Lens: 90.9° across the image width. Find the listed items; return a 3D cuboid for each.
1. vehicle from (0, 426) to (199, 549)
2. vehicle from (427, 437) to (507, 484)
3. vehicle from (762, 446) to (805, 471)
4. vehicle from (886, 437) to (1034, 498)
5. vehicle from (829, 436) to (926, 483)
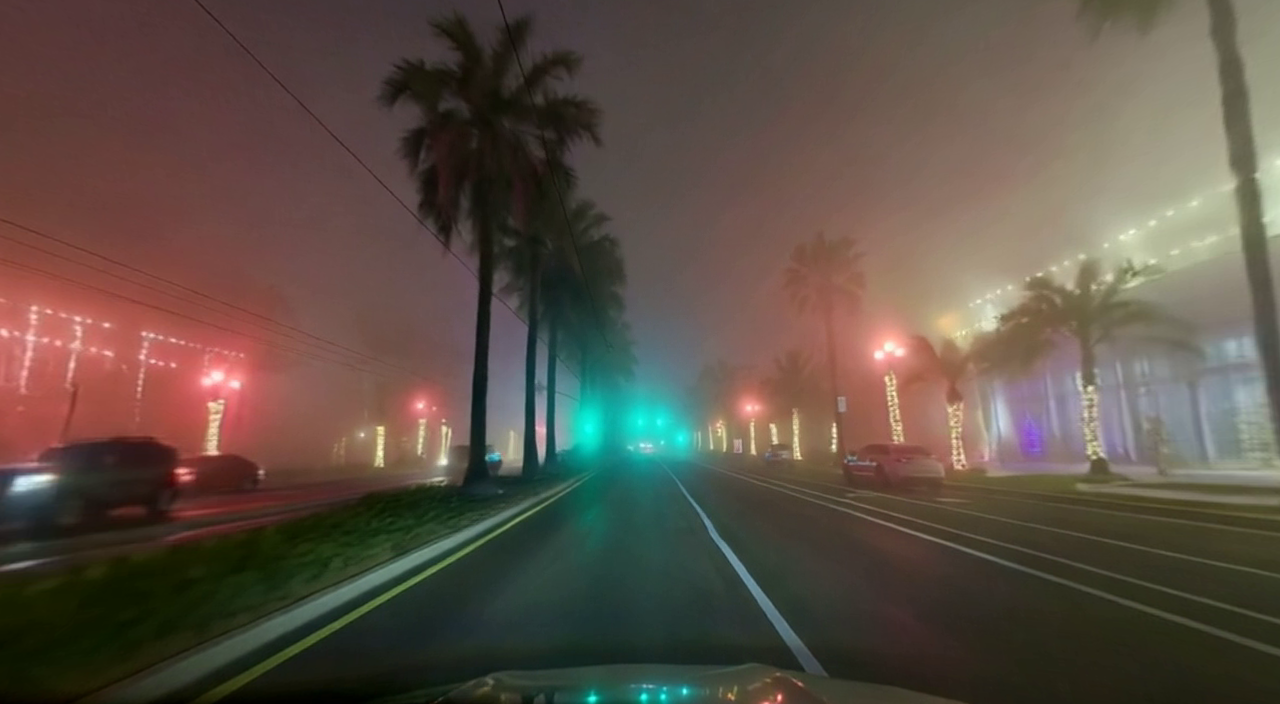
[{"bbox_3d":[-10.827,2.329,11.337,2.096,1.860,4.953,-1,-8,1],"label":"vehicle"},{"bbox_3d":[-7.318,4.628,27.129,2.032,1.824,4.557,0,-8,2],"label":"vehicle"},{"bbox_3d":[9.017,6.695,39.877,1.733,1.468,4.326,0,-8,0],"label":"vehicle"},{"bbox_3d":[8.781,3.163,17.743,1.816,1.488,4.102,0,-8,-3],"label":"vehicle"},{"bbox_3d":[8.810,4.002,23.792,1.878,1.605,4.242,0,-8,-2],"label":"vehicle"}]
